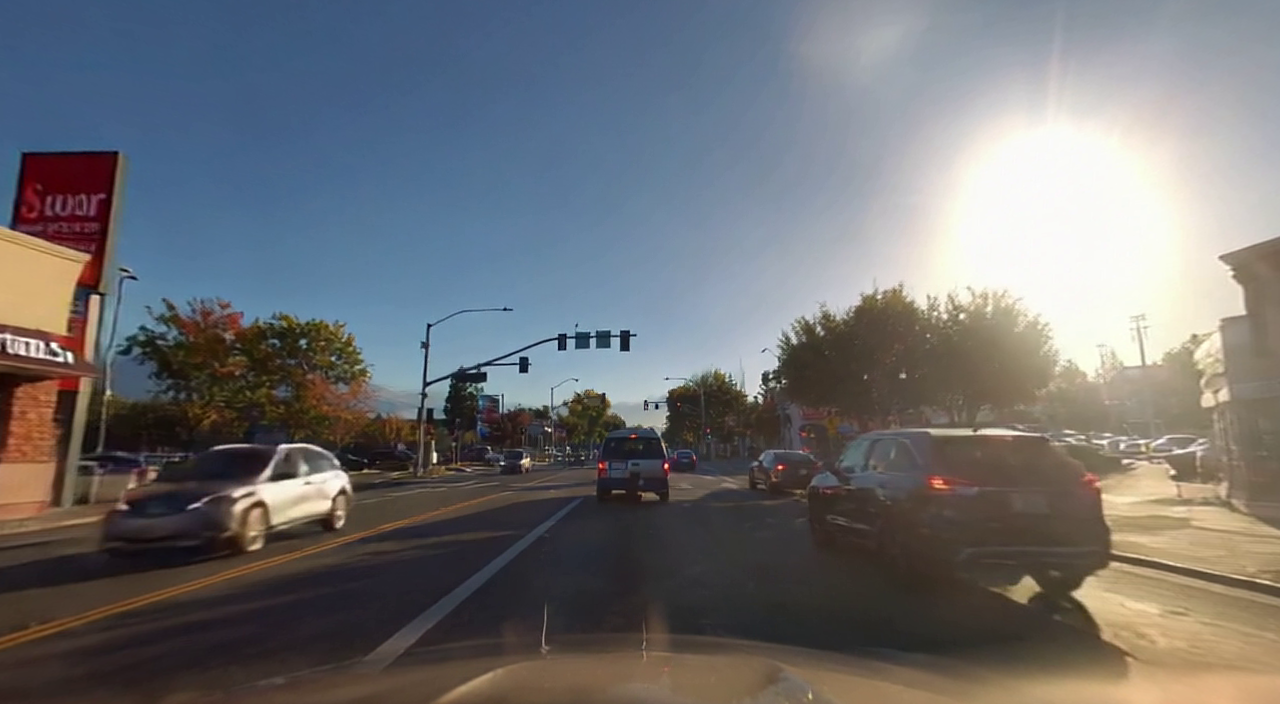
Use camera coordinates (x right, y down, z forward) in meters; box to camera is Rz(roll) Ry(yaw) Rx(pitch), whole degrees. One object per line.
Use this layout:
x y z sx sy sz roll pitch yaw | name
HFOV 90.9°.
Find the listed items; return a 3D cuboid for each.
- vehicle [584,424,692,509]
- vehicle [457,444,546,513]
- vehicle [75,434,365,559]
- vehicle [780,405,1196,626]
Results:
-0.076 3.207 18.215 2.638 2.065 5.313 0 -8 0 | vehicle
-3.638 3.262 16.912 1.975 1.570 4.456 1 -8 -11 | vehicle
-6.938 2.371 11.207 2.121 1.746 4.402 0 -8 0 | vehicle
3.363 1.665 7.527 2.276 1.787 4.630 0 -8 0 | vehicle
